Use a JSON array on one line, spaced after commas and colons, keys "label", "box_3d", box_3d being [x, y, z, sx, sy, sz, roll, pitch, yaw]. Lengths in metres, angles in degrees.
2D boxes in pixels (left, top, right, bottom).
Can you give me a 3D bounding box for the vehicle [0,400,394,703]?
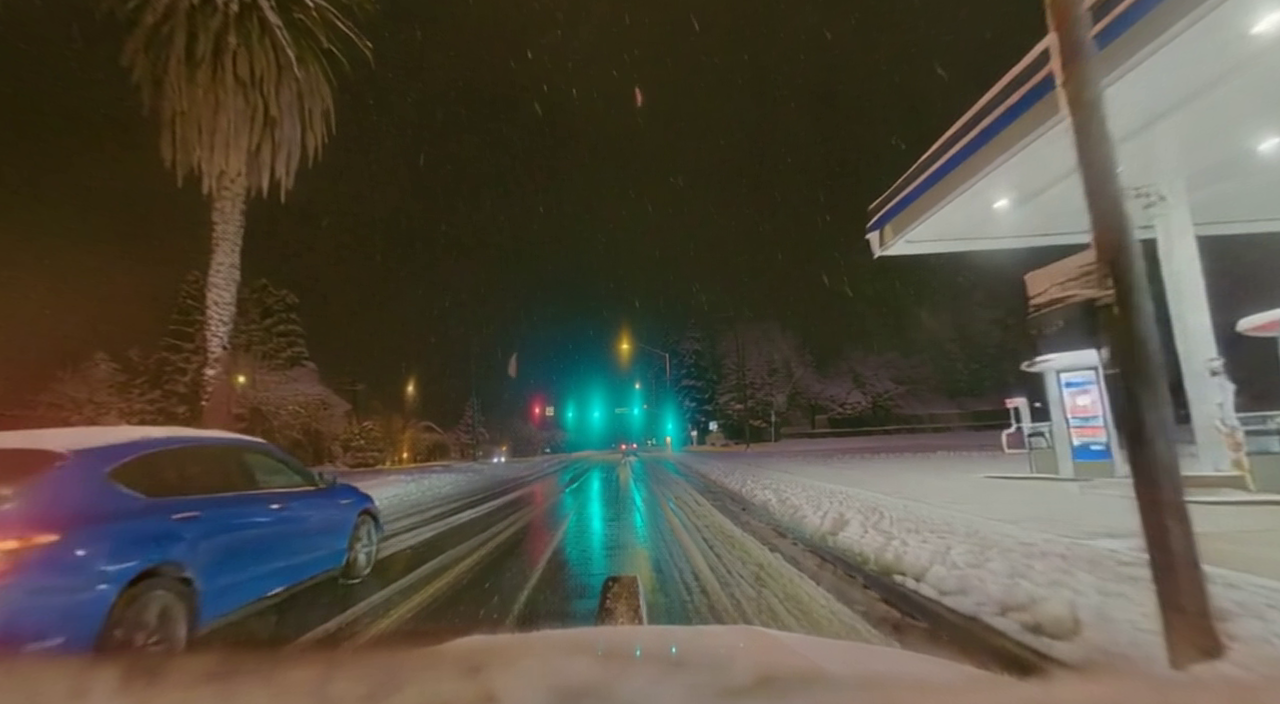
[{"label": "vehicle", "box_3d": [-3.478, 1.122, 3.652, 2.160, 1.497, 4.573, 0, -8, 1]}]
